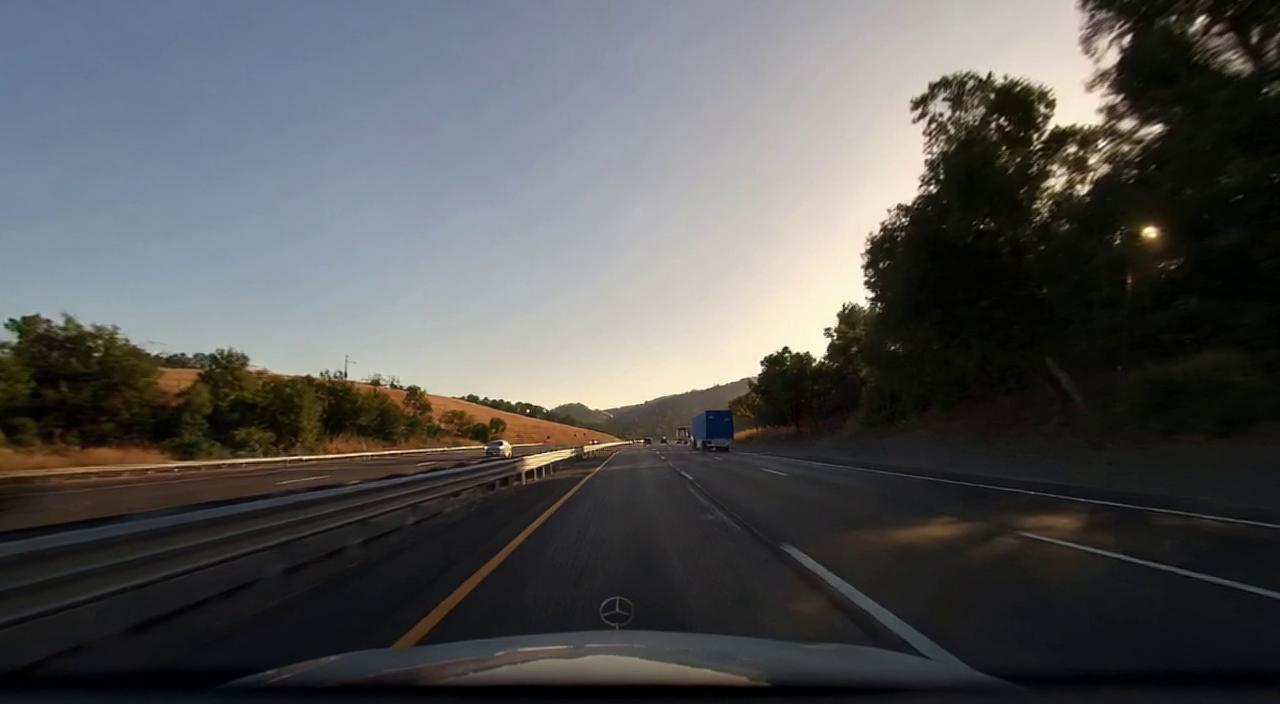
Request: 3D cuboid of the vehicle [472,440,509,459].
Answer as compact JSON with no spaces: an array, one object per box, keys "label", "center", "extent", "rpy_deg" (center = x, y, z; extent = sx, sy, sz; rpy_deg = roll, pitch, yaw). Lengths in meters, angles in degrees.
[{"label":"vehicle","center":[-11.769,7.686,49.781],"extent":[1.939,1.470,3.994],"rpy_deg":[-1,-8,0]}]
